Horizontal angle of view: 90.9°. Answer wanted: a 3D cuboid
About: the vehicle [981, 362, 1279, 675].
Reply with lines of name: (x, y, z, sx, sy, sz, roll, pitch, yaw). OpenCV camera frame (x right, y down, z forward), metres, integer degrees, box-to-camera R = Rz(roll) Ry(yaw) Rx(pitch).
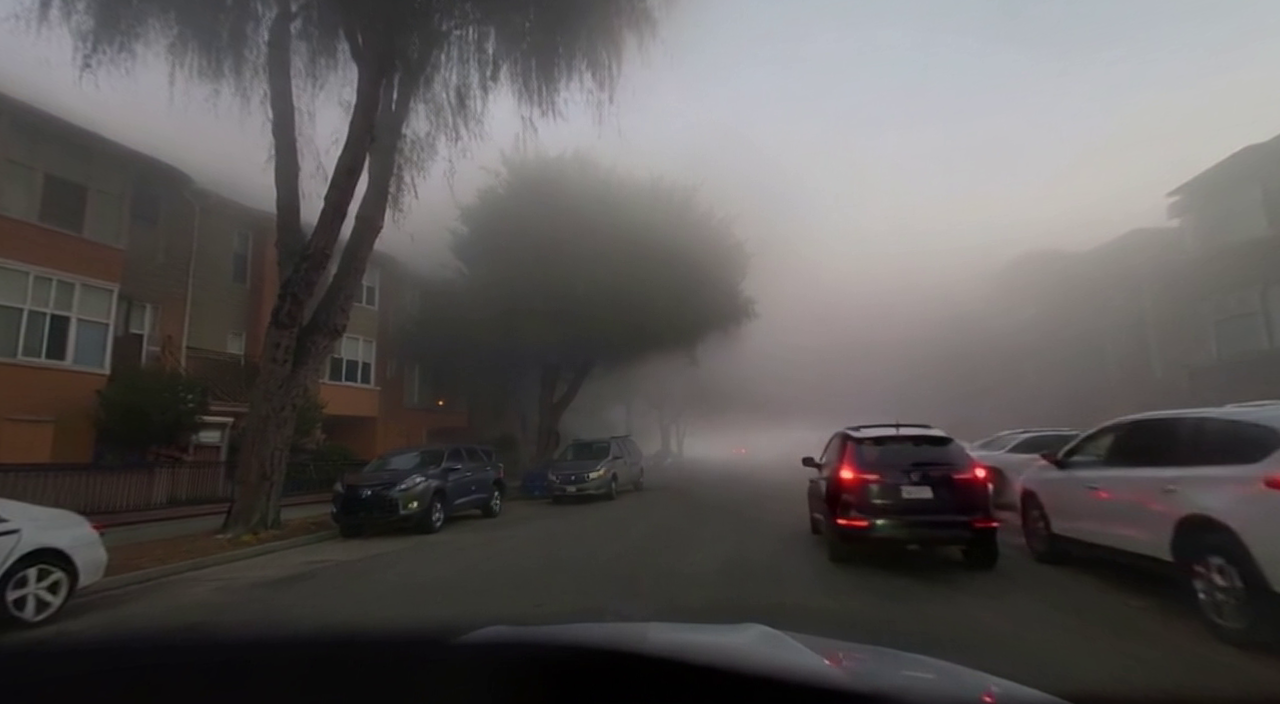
vehicle: (4.992, 1.187, 5.201, 2.082, 1.799, 5.207, -2, -8, 8)

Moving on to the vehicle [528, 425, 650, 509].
vehicle: (-1.268, 3.250, 18.326, 2.197, 2.047, 4.985, -2, -9, 11)

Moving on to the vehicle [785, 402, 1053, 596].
vehicle: (3.125, 1.714, 8.411, 2.055, 1.717, 5.172, -2, -8, 11)

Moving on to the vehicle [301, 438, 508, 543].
vehicle: (-4.592, 2.735, 13.243, 2.002, 1.774, 4.568, -2, -8, 9)

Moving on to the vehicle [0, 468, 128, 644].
vehicle: (-6.539, 1.639, 4.463, 1.859, 1.432, 4.315, -2, -8, 8)
